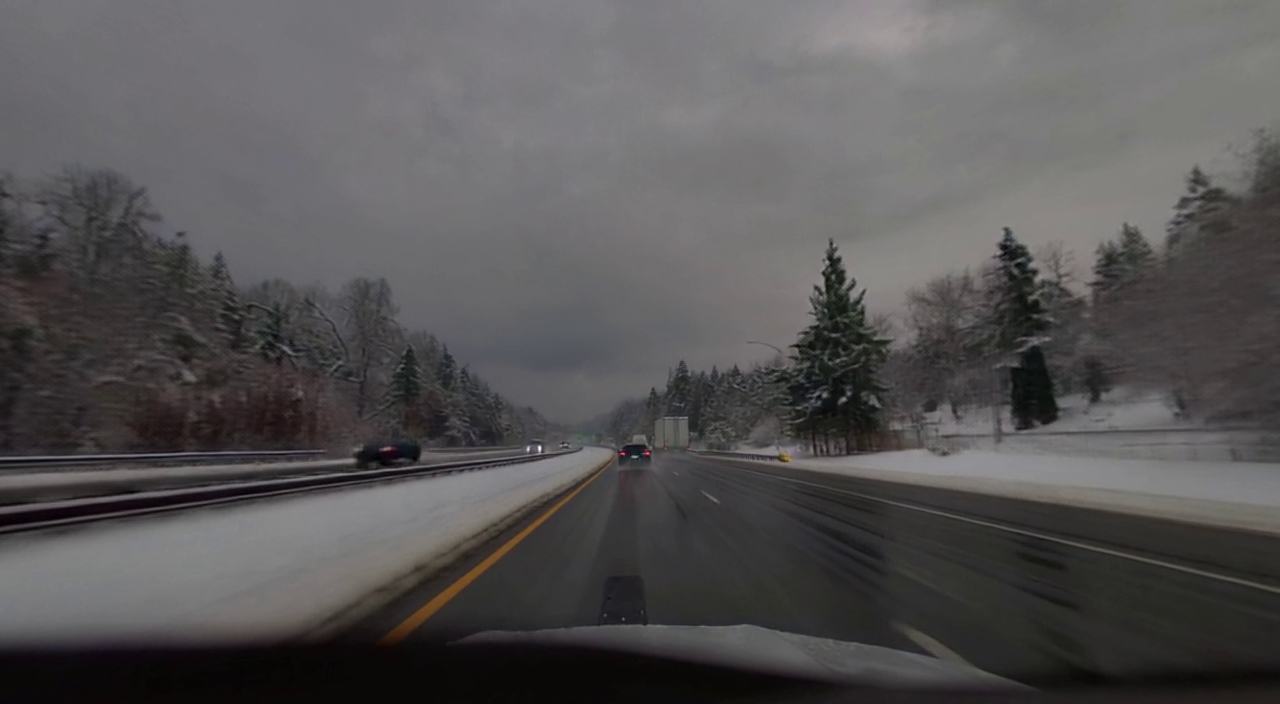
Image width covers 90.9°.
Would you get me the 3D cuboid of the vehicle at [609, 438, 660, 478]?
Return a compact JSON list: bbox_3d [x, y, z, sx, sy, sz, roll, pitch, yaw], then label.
[{"bbox_3d":[-0.273,4.884,29.193,2.190,1.706,4.062,0,-9,-1],"label":"vehicle"}]
